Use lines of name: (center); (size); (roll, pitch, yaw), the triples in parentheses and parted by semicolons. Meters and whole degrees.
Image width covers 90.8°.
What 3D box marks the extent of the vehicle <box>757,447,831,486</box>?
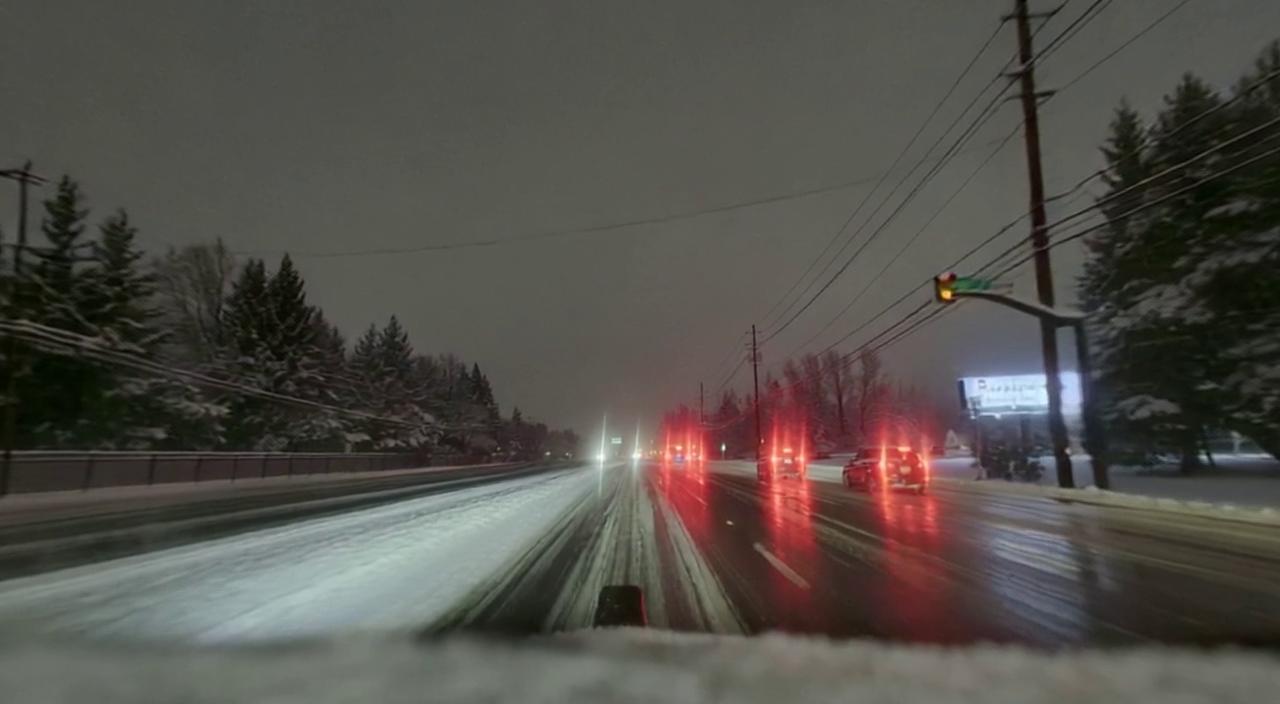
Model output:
vehicle: (6.251, 4.680, 26.160); (1.882, 1.476, 4.344); (0, -8, -1)

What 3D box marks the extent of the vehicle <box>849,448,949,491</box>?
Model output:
vehicle: (9.838, 4.456, 24.462); (1.874, 1.482, 4.545); (0, -8, -1)
